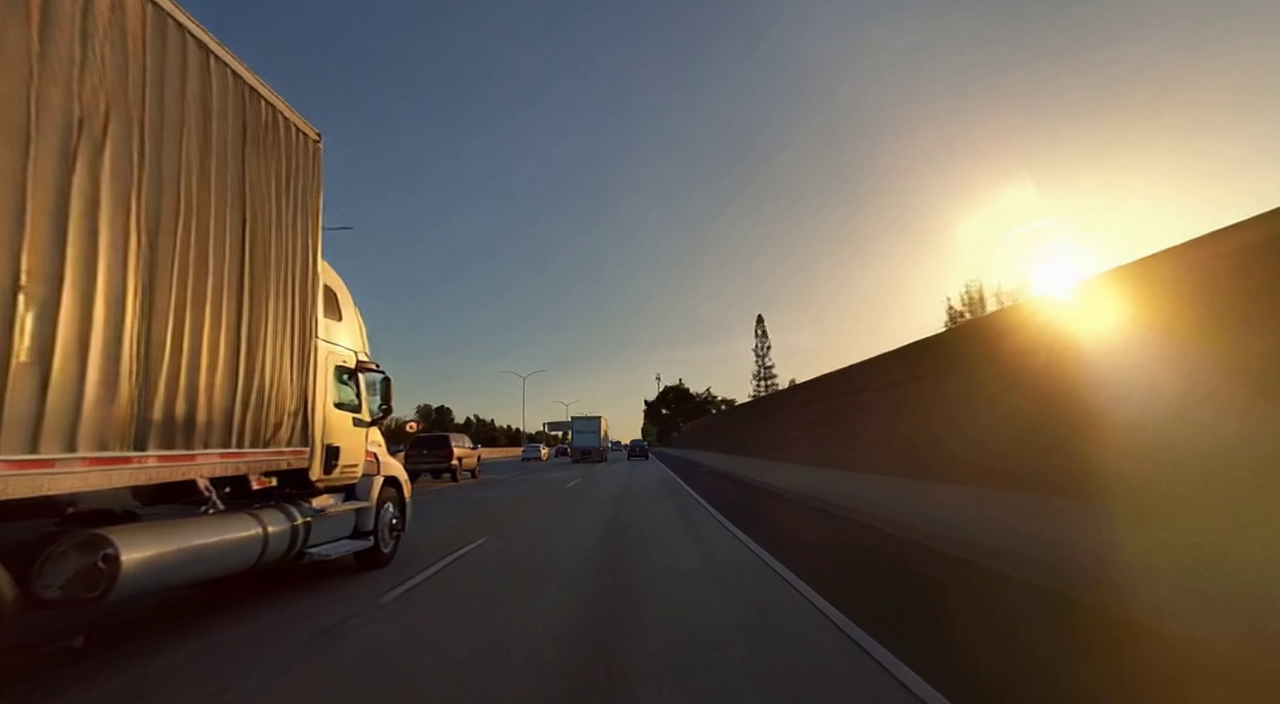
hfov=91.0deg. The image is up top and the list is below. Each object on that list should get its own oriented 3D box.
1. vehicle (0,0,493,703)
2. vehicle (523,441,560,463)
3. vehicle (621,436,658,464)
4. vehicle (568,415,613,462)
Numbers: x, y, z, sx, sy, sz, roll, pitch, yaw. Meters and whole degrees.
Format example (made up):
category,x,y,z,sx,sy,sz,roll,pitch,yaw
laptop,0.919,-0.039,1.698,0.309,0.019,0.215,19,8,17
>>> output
category,x,y,z,sx,sy,sz,roll,pitch,yaw
vehicle,-3.807,0.465,4.778,3.025,3.266,9.256,0,-8,1
vehicle,-7.248,7.397,46.706,1.962,1.489,4.002,0,-8,1
vehicle,-0.031,6.177,39.688,2.178,1.640,4.071,0,-8,0
vehicle,-3.697,6.826,49.348,2.956,3.331,9.575,0,-8,-1
